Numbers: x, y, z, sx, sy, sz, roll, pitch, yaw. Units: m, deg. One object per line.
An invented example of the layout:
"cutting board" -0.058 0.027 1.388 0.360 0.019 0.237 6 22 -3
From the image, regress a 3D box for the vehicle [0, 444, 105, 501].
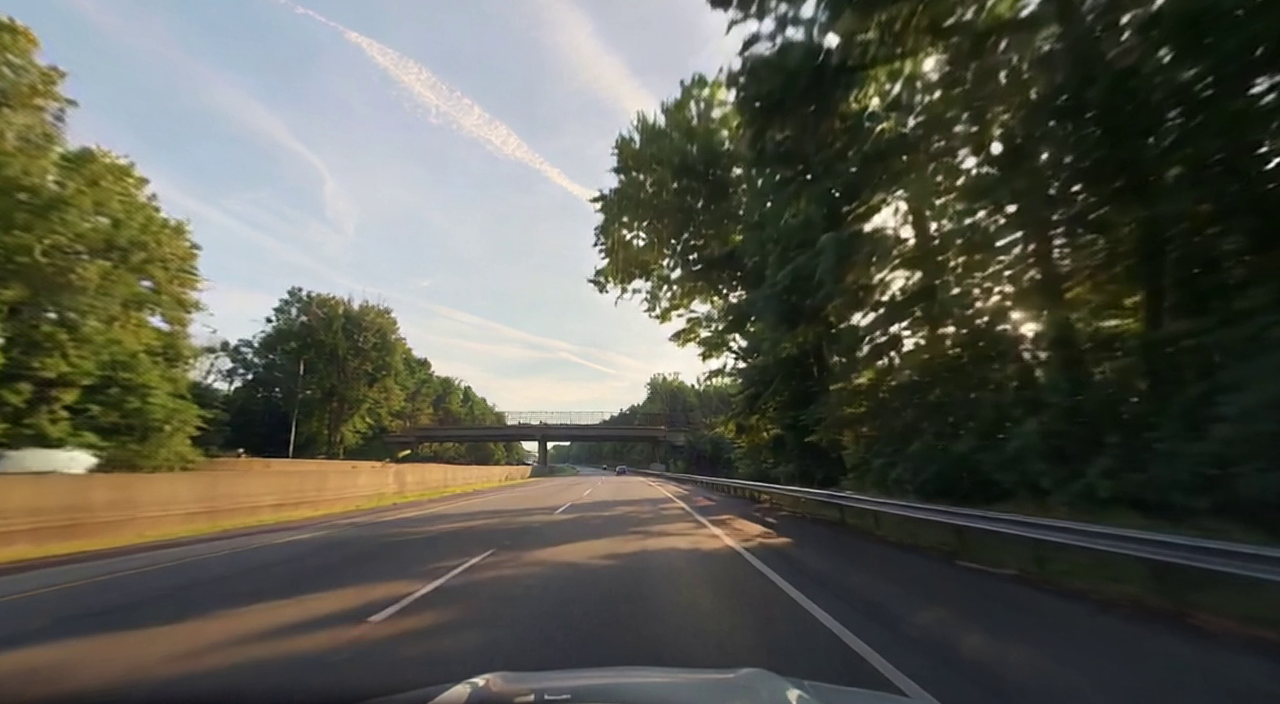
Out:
"vehicle" -18.076 3.361 17.659 2.080 1.488 4.621 1 -11 0
